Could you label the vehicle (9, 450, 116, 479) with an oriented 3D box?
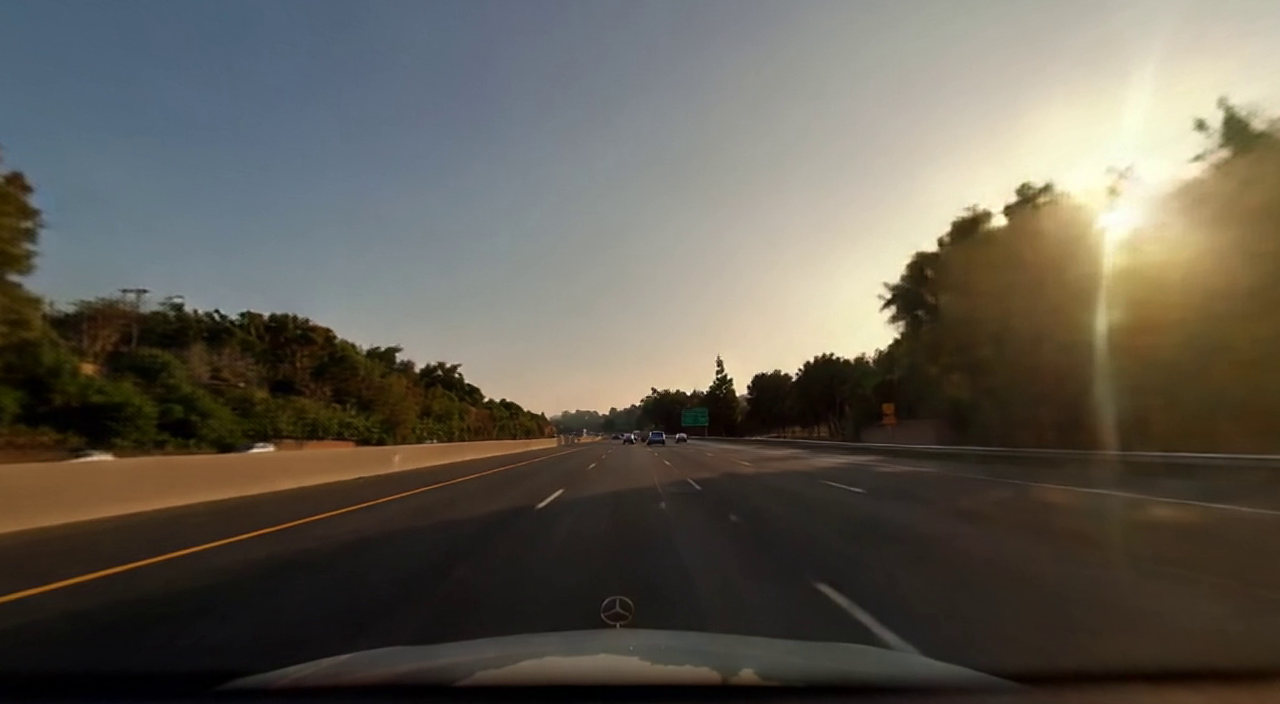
[{"bbox_3d":[-33.314,6.459,36.535,1.835,1.479,4.687,0,-8,-1],"label":"vehicle"}]
